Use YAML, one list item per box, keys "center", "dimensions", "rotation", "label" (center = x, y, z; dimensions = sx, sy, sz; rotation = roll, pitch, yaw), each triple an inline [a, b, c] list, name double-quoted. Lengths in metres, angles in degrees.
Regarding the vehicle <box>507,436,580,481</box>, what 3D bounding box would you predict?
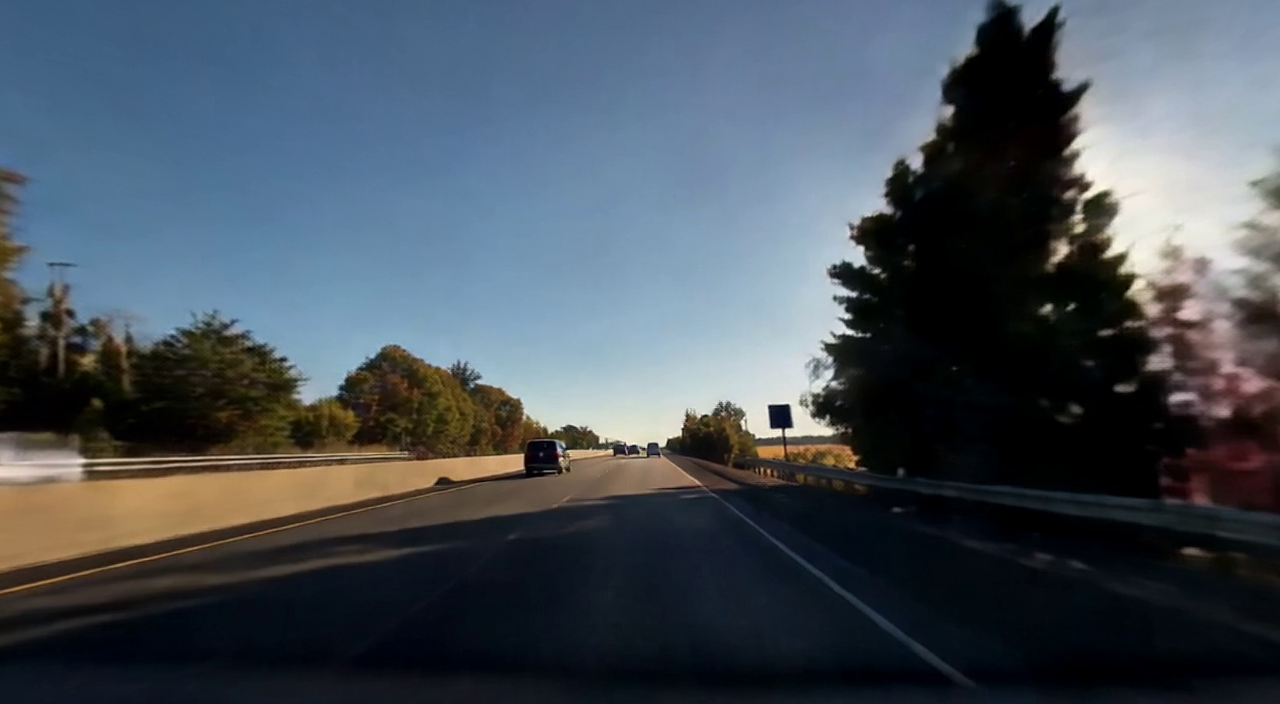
- center: [-3.834, 4.336, 25.970]
  dimensions: [2.188, 1.692, 4.623]
  rotation: [0, -9, 1]
  label: "vehicle"
